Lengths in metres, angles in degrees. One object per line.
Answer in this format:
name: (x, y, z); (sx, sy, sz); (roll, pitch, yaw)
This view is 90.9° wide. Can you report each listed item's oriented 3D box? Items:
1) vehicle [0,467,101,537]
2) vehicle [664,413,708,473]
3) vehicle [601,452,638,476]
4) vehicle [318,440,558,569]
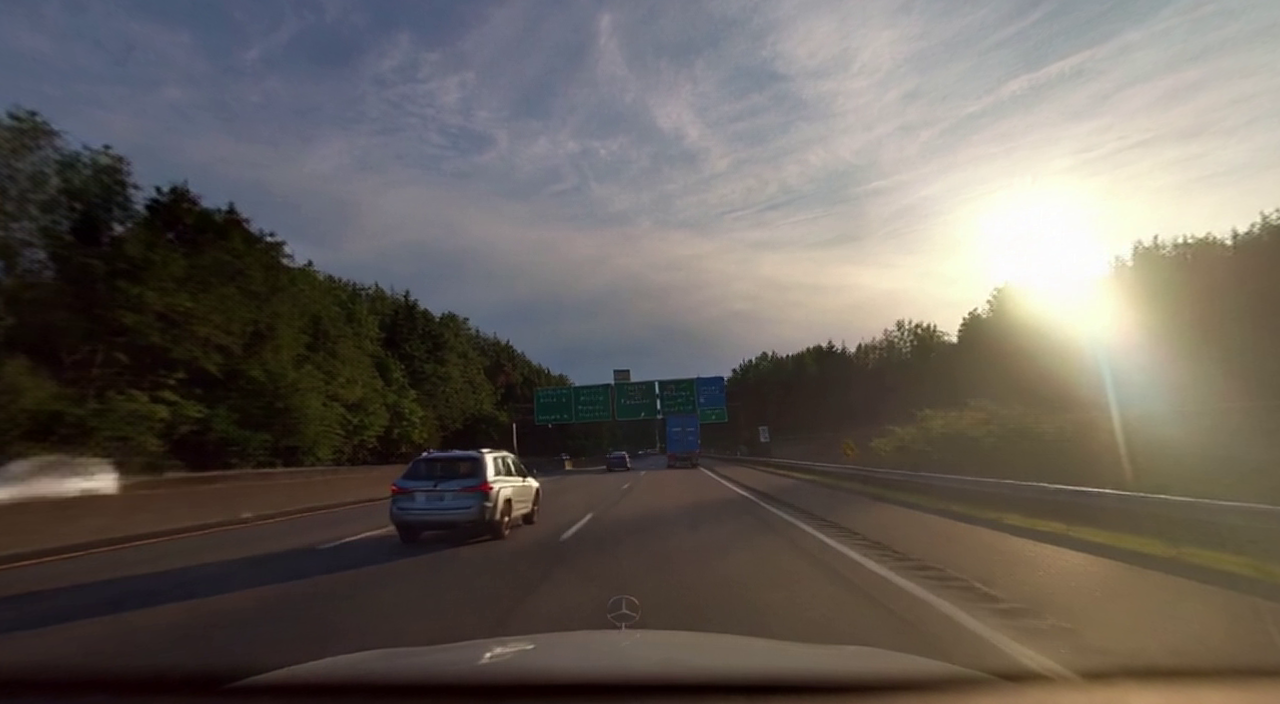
vehicle: (-14.524, 3.257, 13.605); (1.844, 1.424, 4.319); (-1, -9, 2)
vehicle: (3.442, 7.306, 49.965); (2.960, 4.018, 13.834); (-1, -9, 2)
vehicle: (-1.261, 7.196, 40.773); (2.045, 1.430, 3.951); (-1, -9, 4)
vehicle: (-2.755, 2.214, 9.976); (2.039, 1.532, 4.610); (-1, -9, 3)
